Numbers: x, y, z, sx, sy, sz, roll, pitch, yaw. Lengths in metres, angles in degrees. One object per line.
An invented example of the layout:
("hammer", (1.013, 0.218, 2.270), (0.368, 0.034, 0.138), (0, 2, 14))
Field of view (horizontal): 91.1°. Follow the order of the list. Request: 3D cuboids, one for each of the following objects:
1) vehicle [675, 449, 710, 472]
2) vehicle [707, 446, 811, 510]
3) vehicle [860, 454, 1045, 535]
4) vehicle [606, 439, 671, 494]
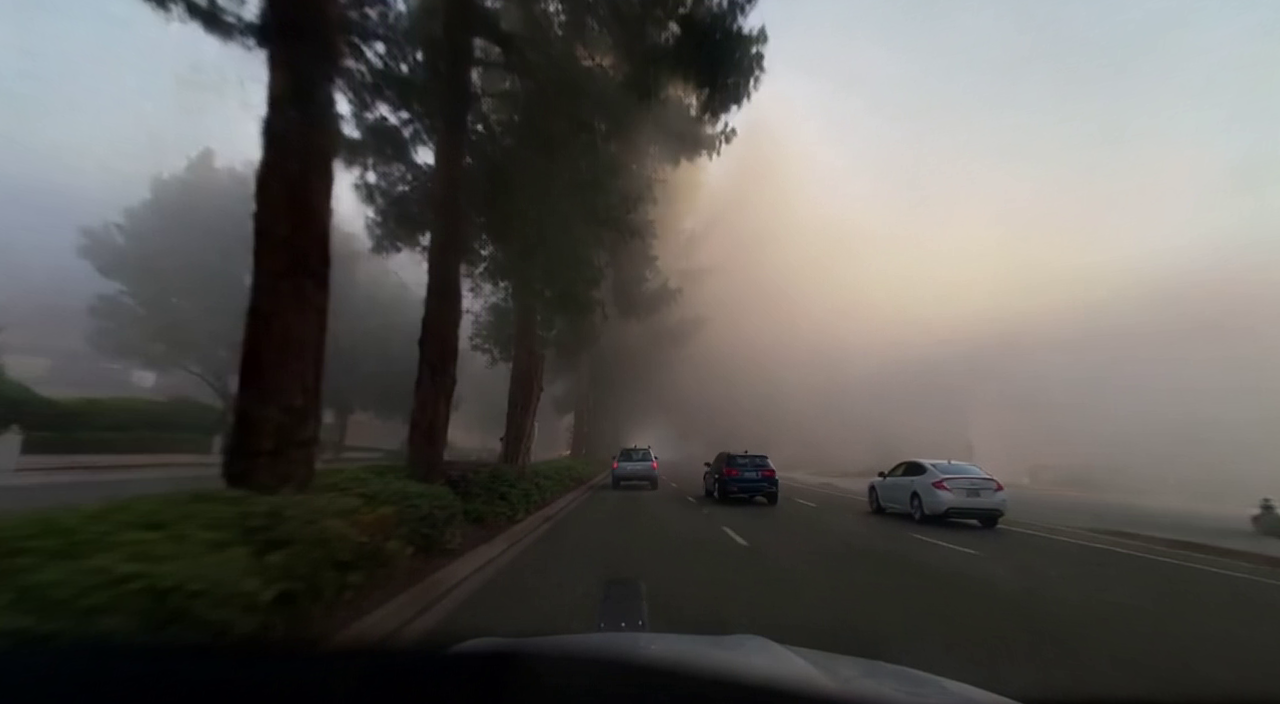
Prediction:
("vehicle", (3.603, 7.554, 43.818), (2.012, 1.462, 4.163), (0, -8, -1))
("vehicle", (3.086, 3.343, 17.235), (1.932, 1.510, 4.168), (0, -8, -1))
("vehicle", (6.734, 3.069, 14.170), (1.944, 1.458, 4.268), (0, -8, 0))
("vehicle", (-0.062, 3.841, 21.458), (2.008, 1.674, 4.239), (0, -8, 0))
